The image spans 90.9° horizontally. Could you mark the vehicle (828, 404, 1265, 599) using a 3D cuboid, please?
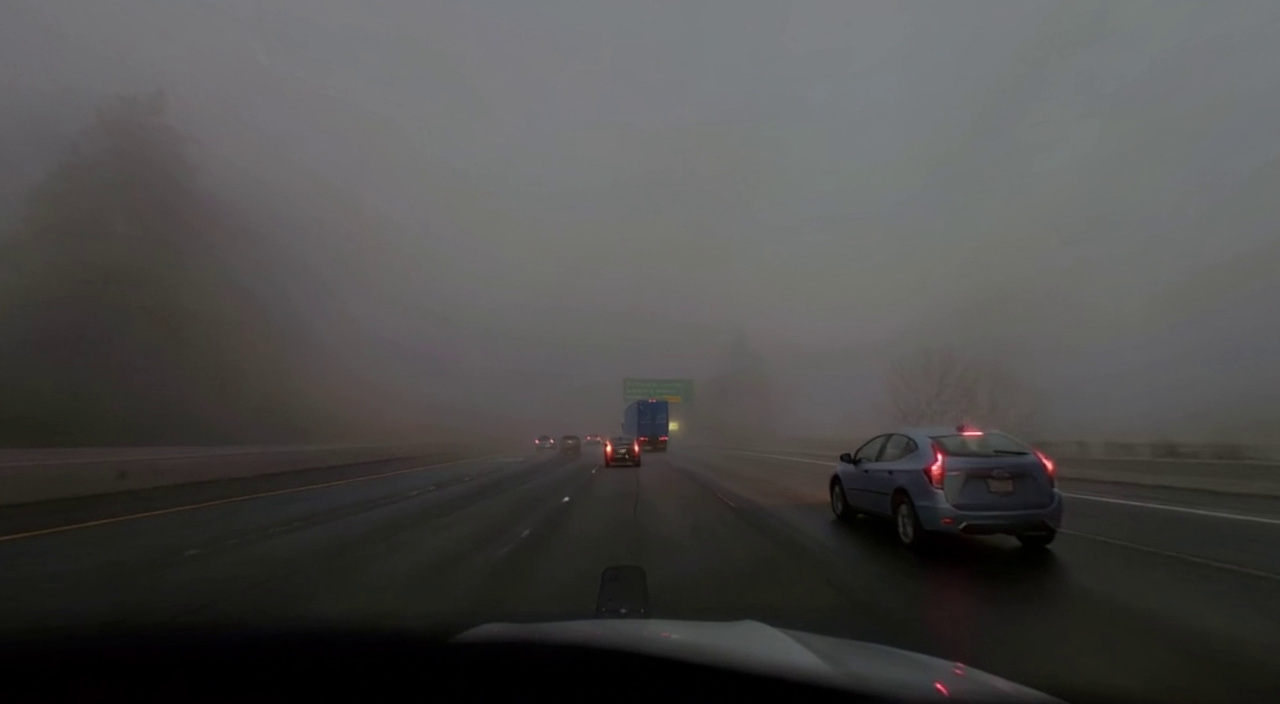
[{"bbox_3d":[3.777,1.468,7.053,1.971,1.472,4.301,0,-8,0],"label":"vehicle"}]

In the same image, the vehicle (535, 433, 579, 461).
[{"bbox_3d":[-4.738,5.490,36.535,2.072,1.512,4.043,0,-9,-2],"label":"vehicle"}]

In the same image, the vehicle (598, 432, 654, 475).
[{"bbox_3d":[-0.581,3.934,24.684,2.020,1.516,3.951,0,-9,-2],"label":"vehicle"}]
